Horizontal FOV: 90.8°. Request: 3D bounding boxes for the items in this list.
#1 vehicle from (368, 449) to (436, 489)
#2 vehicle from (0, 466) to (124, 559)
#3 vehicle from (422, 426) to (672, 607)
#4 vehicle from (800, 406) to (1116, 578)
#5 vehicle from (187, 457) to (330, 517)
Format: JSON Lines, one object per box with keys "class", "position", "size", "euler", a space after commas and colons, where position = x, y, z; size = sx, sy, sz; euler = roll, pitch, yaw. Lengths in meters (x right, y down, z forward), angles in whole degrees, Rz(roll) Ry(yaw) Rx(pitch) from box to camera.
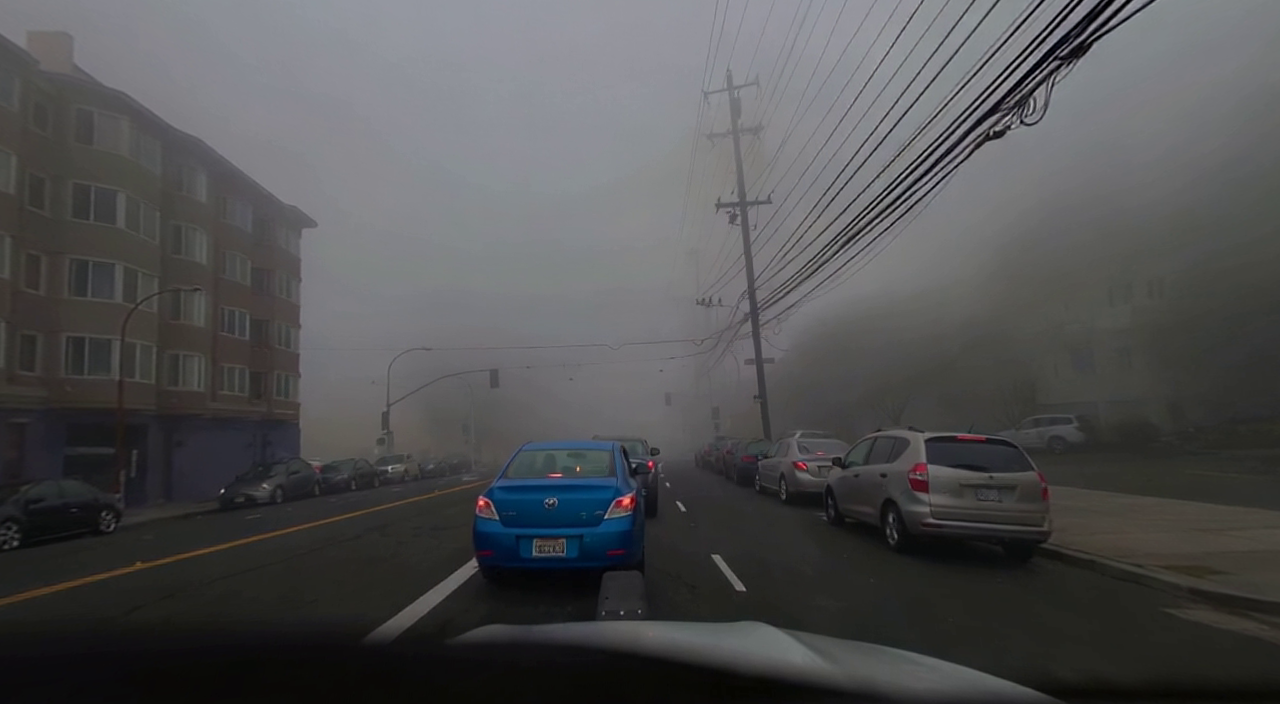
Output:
{"class": "vehicle", "position": [-11.937, 5.872, 31.993], "size": [2.011, 1.687, 4.079], "euler": [-4, -8, -3]}
{"class": "vehicle", "position": [-11.904, 2.887, 11.058], "size": [1.850, 1.487, 4.711], "euler": [-3, -8, -1]}
{"class": "vehicle", "position": [-0.741, 1.680, 7.486], "size": [2.019, 1.453, 4.603], "euler": [0, -8, 0]}
{"class": "vehicle", "position": [3.788, 1.747, 8.656], "size": [1.967, 1.721, 4.410], "euler": [0, -8, -1]}
{"class": "vehicle", "position": [-11.888, 4.197, 20.106], "size": [1.868, 1.491, 4.367], "euler": [-3, -9, 0]}
